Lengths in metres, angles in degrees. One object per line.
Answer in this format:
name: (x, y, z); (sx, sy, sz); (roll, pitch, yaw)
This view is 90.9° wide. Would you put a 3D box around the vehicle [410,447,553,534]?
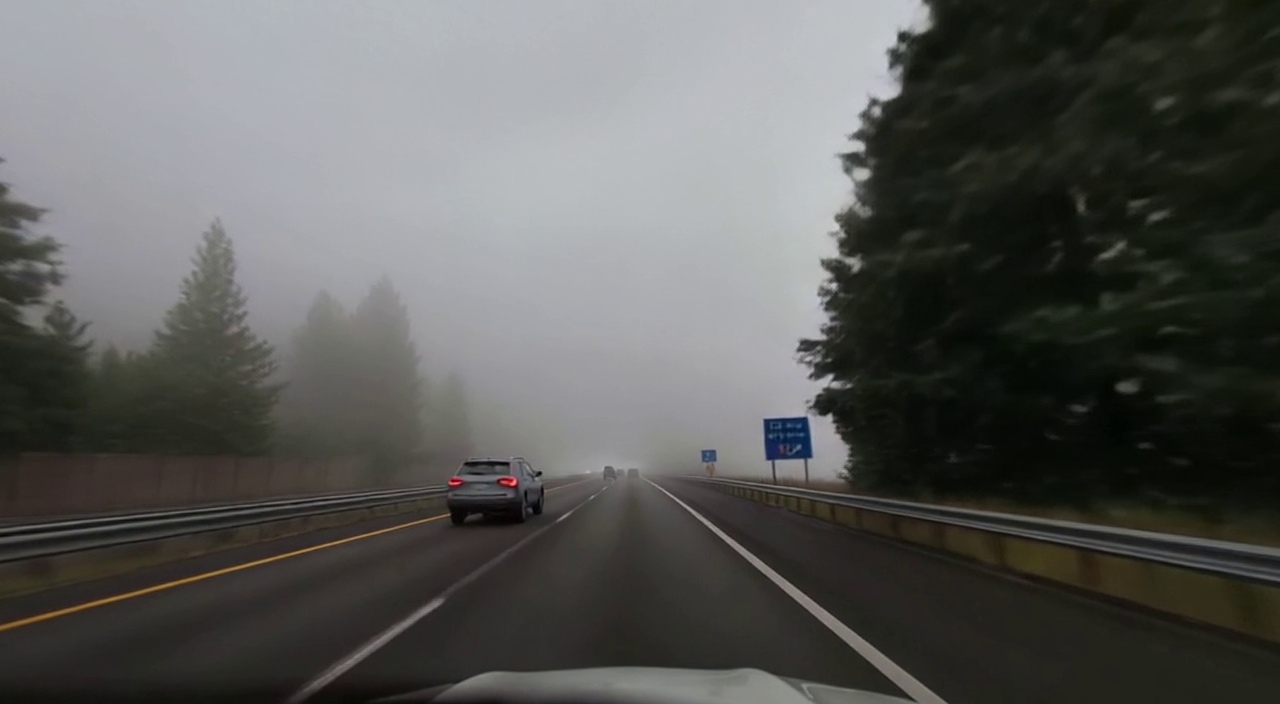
vehicle: (-3.460, 3.172, 14.819); (2.107, 1.668, 4.554); (1, -11, 1)
